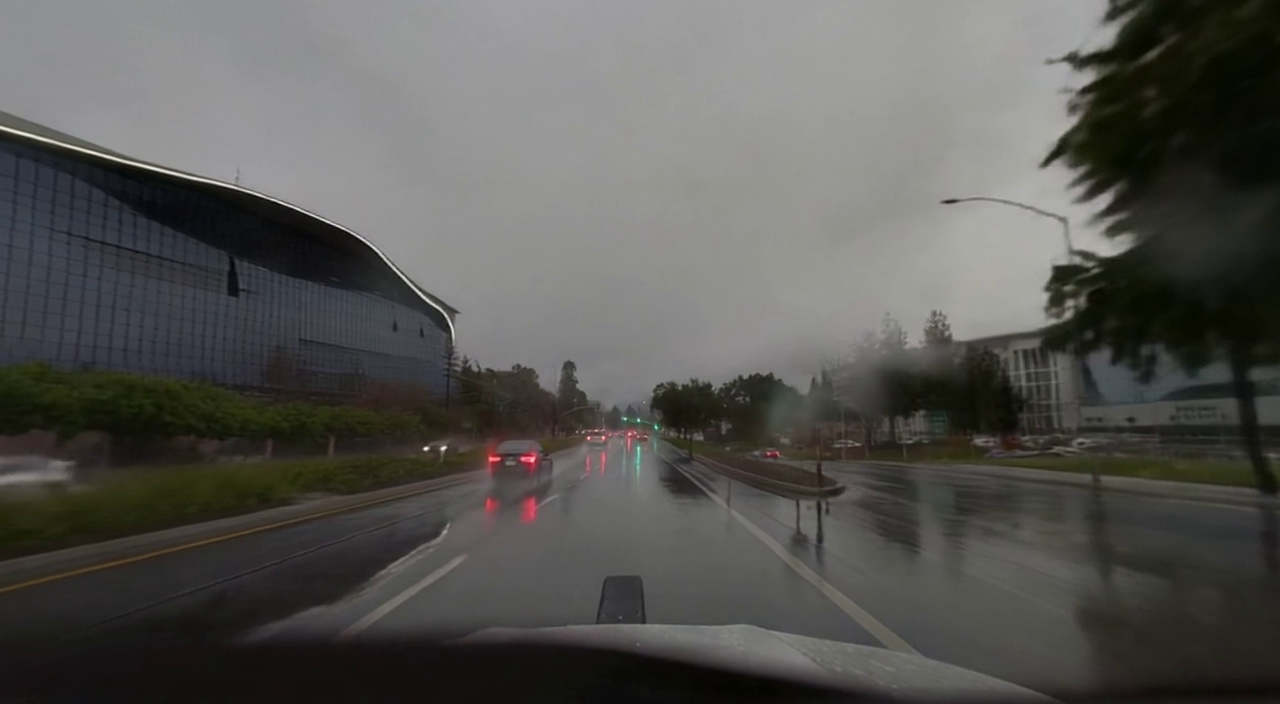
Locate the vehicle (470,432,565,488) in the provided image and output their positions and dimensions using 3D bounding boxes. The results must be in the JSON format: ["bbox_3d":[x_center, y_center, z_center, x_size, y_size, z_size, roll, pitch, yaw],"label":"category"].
[{"bbox_3d":[-3.675,3.335,19.890,1.984,1.521,4.682,0,-8,1],"label":"vehicle"}]
